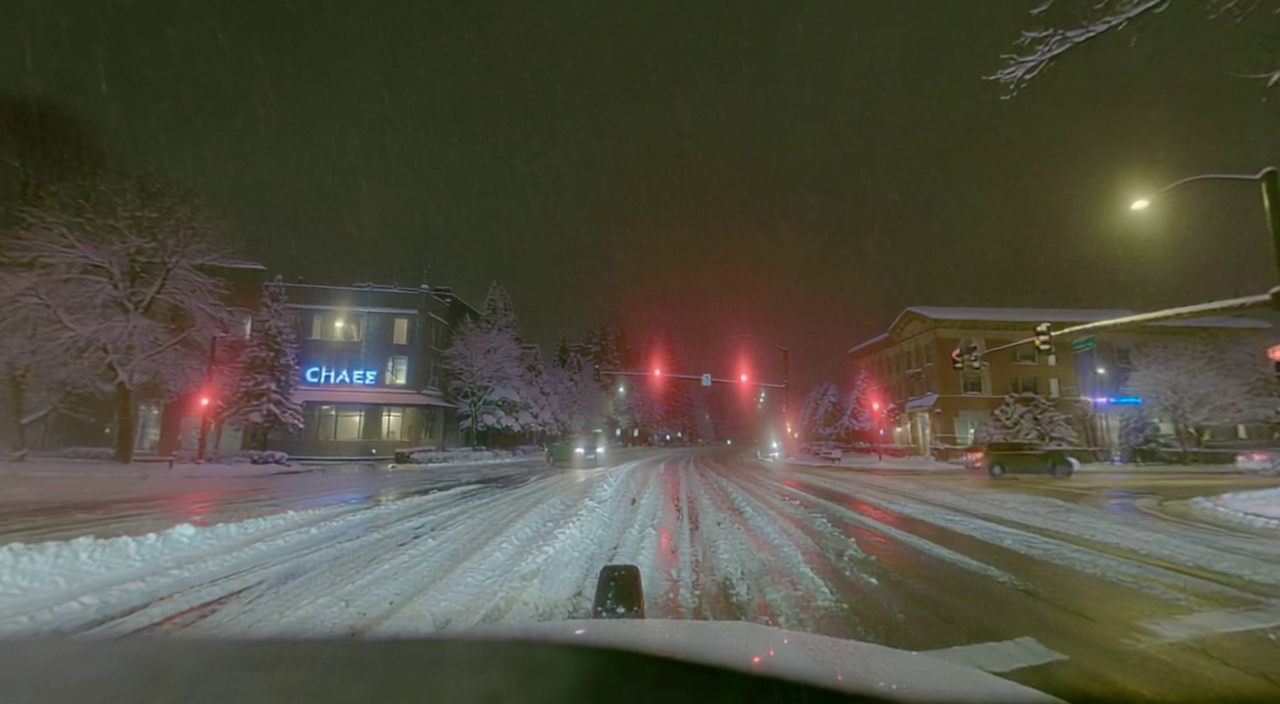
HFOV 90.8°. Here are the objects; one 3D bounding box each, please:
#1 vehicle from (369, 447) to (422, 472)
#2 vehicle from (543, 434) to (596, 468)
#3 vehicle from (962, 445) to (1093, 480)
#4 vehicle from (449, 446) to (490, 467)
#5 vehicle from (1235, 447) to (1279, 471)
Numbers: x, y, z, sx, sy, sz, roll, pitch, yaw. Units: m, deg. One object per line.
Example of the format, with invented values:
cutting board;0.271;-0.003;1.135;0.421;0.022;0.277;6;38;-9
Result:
vehicle;-16.250;7.134;42.239;1.883;1.586;4.297;0;-9;-1
vehicle;-4.395;6.060;38.778;2.289;1.927;5.667;2;-9;-16
vehicle;17.352;4.955;28.416;4.658;1.478;1.946;1;-9;-6
vehicle;-12.627;7.766;47.096;1.946;1.474;4.008;0;-9;0
vehicle;40.668;6.812;40.467;4.522;1.460;2.097;4;-9;-26
